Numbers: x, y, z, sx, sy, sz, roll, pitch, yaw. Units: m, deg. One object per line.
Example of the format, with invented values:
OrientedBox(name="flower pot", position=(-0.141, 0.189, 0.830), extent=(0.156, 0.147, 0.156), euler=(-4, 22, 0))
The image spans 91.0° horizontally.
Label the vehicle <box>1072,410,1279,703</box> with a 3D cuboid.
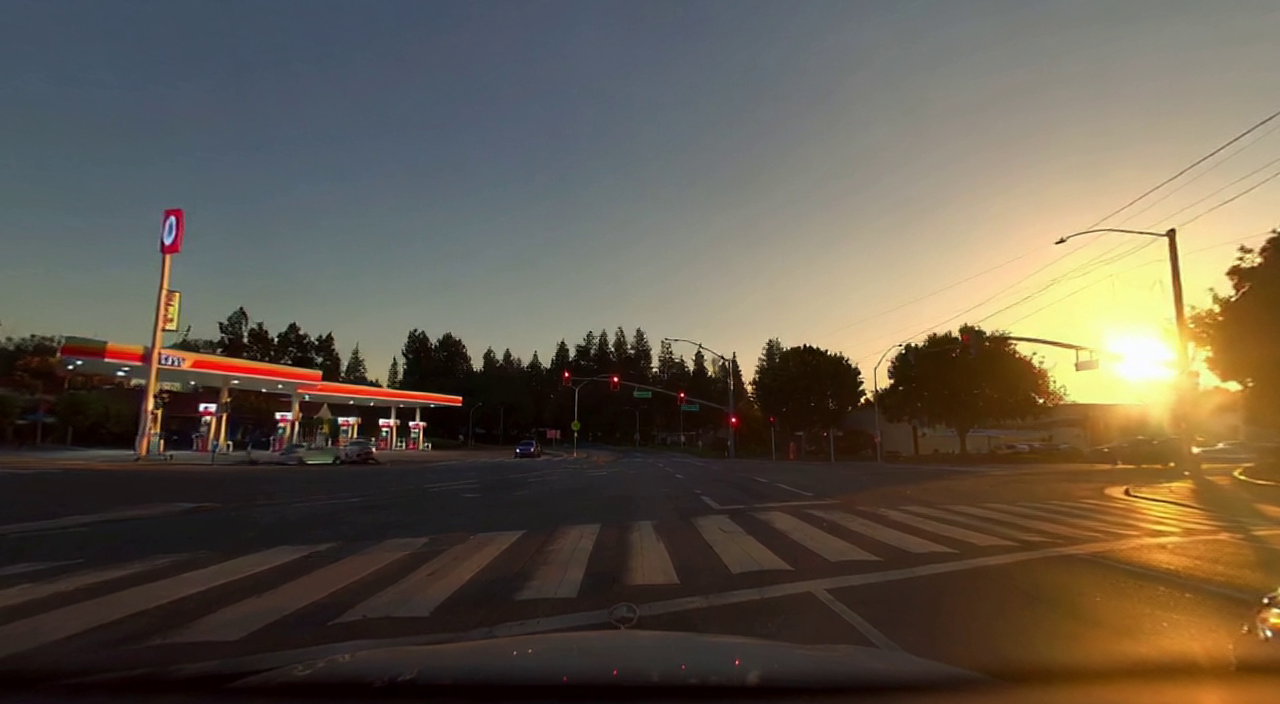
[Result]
OrientedBox(name="vehicle", position=(3.312, 0.749, 1.035), extent=(2.023, 1.437, 4.477), euler=(0, -8, 0))
